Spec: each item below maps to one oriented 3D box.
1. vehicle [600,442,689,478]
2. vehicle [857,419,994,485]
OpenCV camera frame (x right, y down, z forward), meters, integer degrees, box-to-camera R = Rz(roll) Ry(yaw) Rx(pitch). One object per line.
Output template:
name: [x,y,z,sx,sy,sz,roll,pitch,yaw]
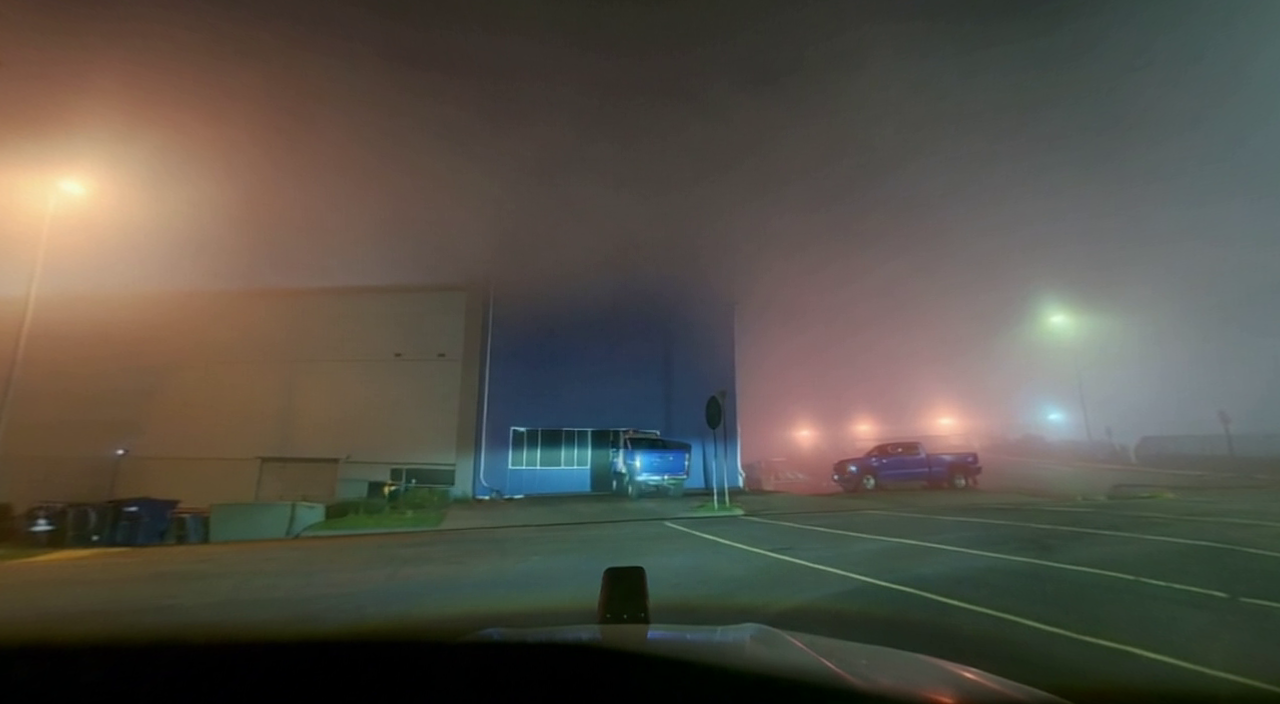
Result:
vehicle: [0.258,6.716,39.260,5.207,2.103,1.997,1,-9,-11]
vehicle: [14.113,4.957,31.120,6.271,3.004,2.298,4,-12,-24]
